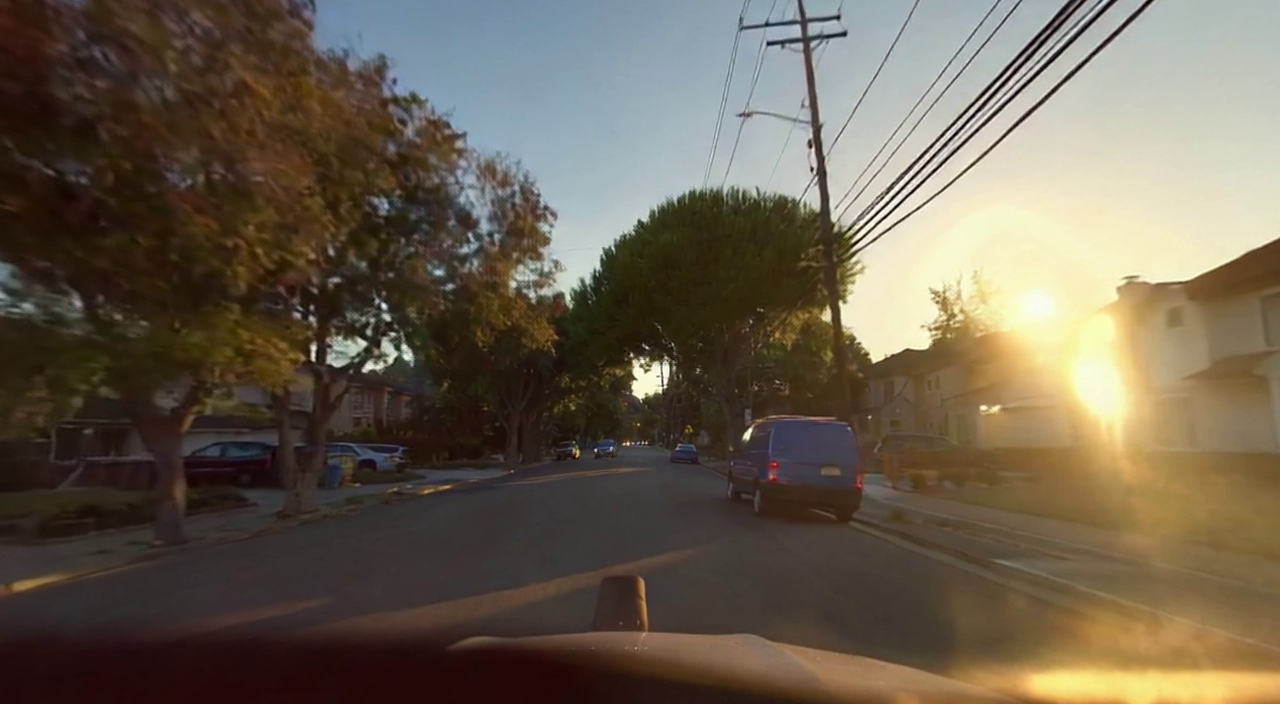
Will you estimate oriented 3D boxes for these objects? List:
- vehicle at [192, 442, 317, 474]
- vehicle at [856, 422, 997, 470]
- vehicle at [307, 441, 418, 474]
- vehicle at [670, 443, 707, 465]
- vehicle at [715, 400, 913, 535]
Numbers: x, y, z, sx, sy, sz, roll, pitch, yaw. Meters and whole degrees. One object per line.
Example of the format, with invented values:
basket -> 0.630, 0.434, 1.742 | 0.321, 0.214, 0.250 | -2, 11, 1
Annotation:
vehicle -> -18.382, 5.051, 30.284 | 4.615, 1.482, 2.073 | 0, -8, 1
vehicle -> 11.155, 3.711, 24.861 | 4.602, 1.799, 1.859 | 0, -9, 0
vehicle -> -13.260, 5.060, 30.406 | 4.443, 1.475, 1.932 | 0, -9, -1
vehicle -> 3.294, 7.049, 43.797 | 1.944, 1.439, 4.500 | 1, -9, -4
vehicle -> 2.994, 2.166, 12.376 | 2.311, 2.069, 5.156 | 0, -9, -1
